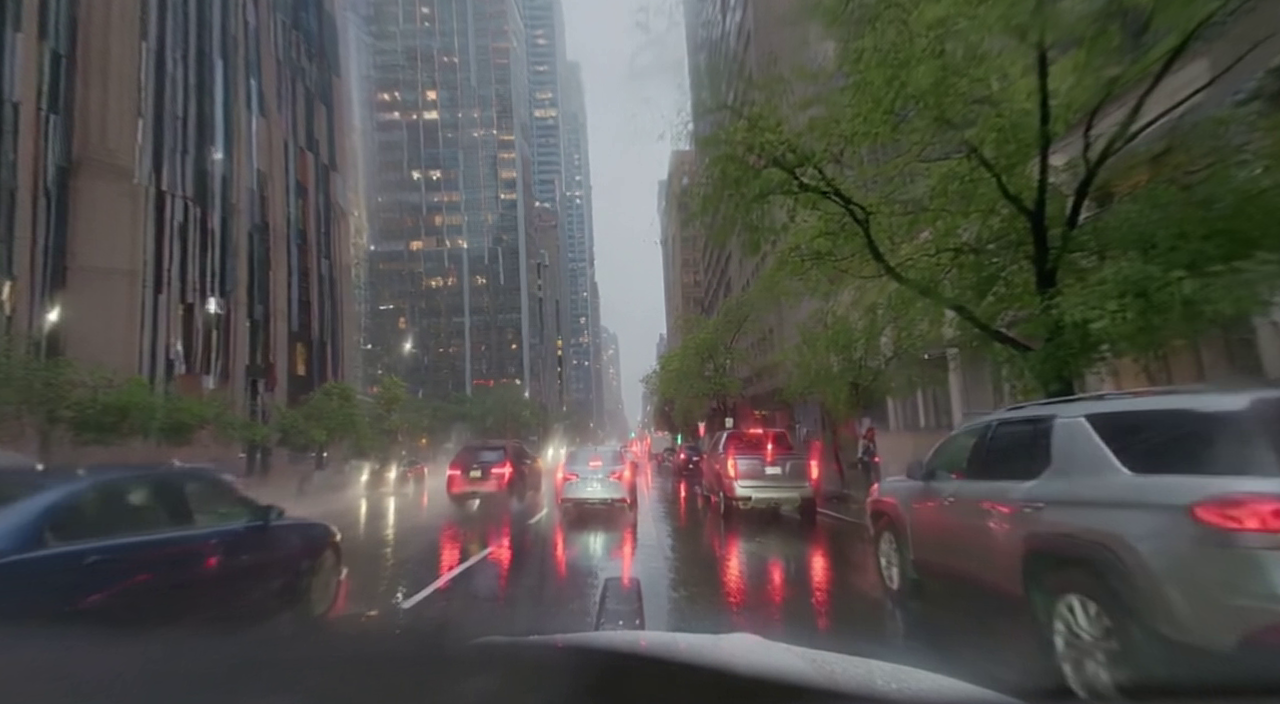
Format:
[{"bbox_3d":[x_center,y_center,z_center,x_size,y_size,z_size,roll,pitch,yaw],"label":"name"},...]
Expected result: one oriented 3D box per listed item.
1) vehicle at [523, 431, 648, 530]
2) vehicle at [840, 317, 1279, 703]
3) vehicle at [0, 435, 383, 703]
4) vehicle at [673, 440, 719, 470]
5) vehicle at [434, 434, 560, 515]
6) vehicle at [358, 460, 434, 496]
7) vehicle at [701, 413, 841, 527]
[{"bbox_3d":[-0.908,2.492,12.815,2.076,1.667,3.948,0,-8,2],"label":"vehicle"},{"bbox_3d":[3.107,1.071,4.320,1.971,1.749,4.564,0,-8,0],"label":"vehicle"},{"bbox_3d":[-3.401,1.240,3.590,1.940,1.481,4.376,0,-8,1],"label":"vehicle"},{"bbox_3d":[2.924,5.467,33.918,2.065,1.461,4.181,0,-8,-1],"label":"vehicle"},{"bbox_3d":[-3.579,3.146,16.852,2.000,1.818,4.668,-1,-8,4],"label":"vehicle"},{"bbox_3d":[-12.363,6.391,32.326,2.122,1.606,4.221,0,-8,0],"label":"vehicle"},{"bbox_3d":[2.633,2.402,13.493,2.352,1.953,4.798,-1,-8,8],"label":"vehicle"}]
